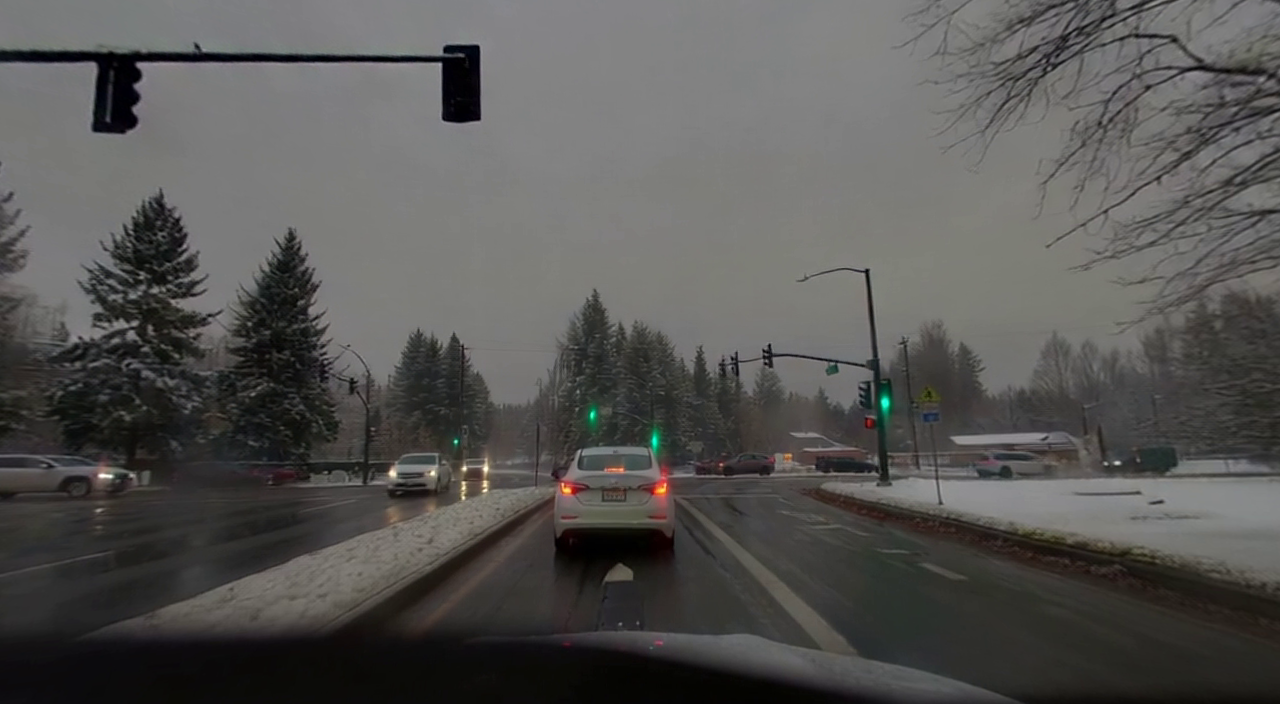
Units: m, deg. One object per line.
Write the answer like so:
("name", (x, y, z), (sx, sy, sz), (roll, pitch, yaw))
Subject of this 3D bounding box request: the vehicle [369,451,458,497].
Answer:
("vehicle", (-7.952, 4.287, 22.673), (2.073, 1.459, 4.495), (1, -9, -8))

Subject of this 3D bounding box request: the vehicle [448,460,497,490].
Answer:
("vehicle", (-9.790, 7.182, 37.210), (2.078, 1.534, 4.646), (1, -9, -6))

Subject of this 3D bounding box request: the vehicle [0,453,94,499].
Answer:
("vehicle", (-25.759, 5.002, 25.687), (4.877, 1.754, 1.978), (2, -9, -13))

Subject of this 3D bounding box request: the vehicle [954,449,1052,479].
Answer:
("vehicle", (19.521, 5.978, 33.974), (4.601, 1.485, 1.929), (3, -9, -19))

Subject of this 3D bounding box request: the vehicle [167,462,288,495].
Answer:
("vehicle", (-20.062, 6.140, 30.929), (4.548, 1.449, 1.802), (2, -9, -13))

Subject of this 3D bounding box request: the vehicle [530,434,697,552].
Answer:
("vehicle", (-0.370, 2.125, 10.201), (2.112, 1.479, 4.264), (0, -9, -1))

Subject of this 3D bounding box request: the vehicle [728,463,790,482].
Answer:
("vehicle", (9.070, 9.175, 48.257), (4.254, 1.359, 1.895), (2, -9, -15))
